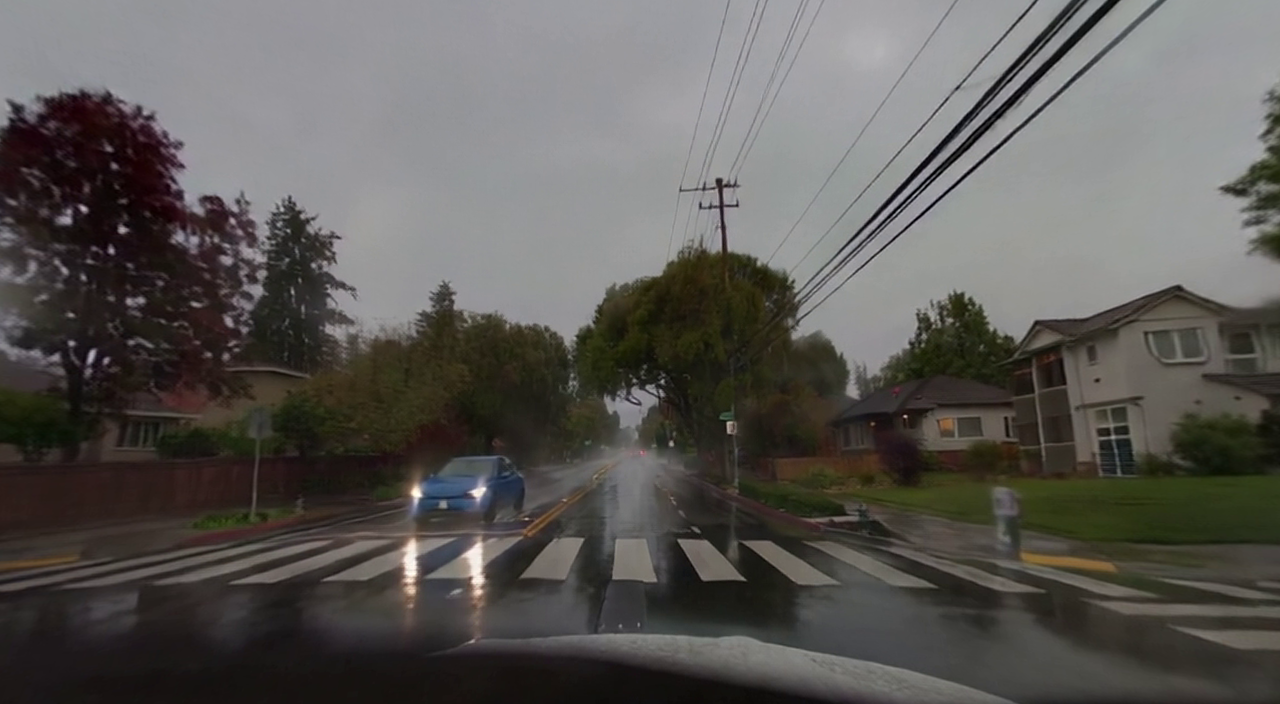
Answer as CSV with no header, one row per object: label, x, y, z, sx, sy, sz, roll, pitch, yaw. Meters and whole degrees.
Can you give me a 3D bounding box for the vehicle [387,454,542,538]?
vehicle,-3.511,2.954,13.583,2.102,1.463,4.024,0,-9,1
